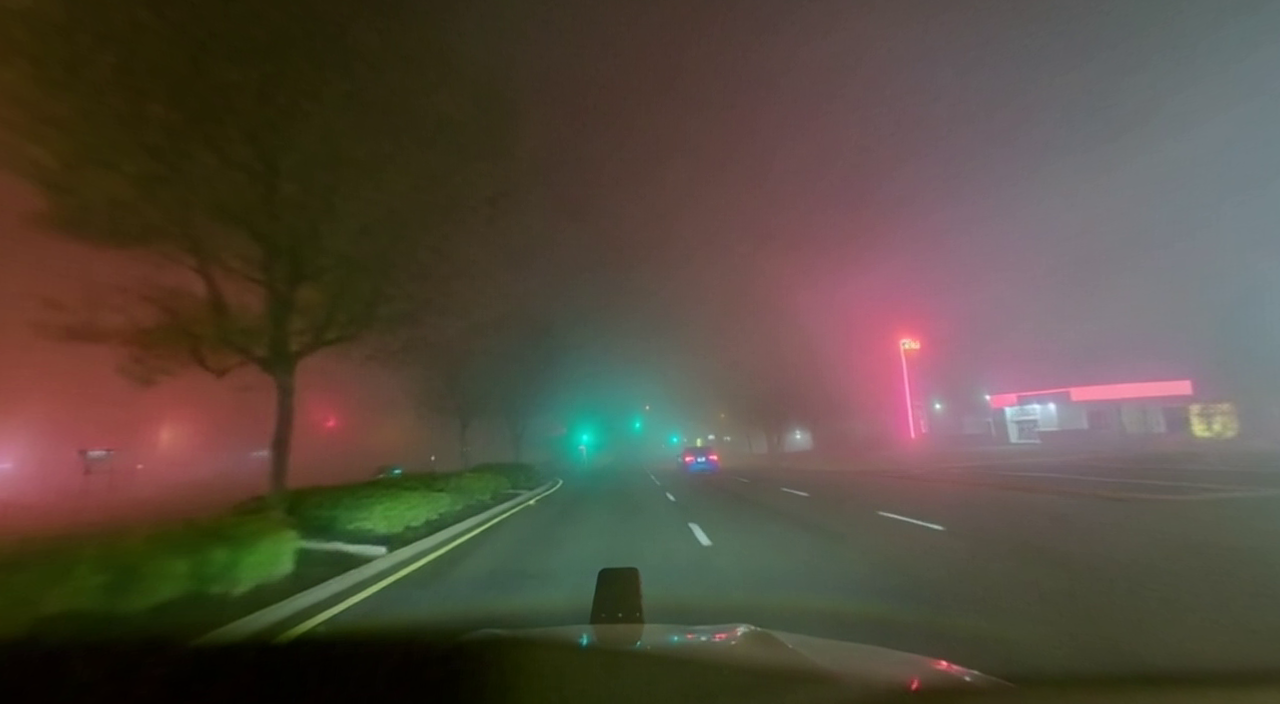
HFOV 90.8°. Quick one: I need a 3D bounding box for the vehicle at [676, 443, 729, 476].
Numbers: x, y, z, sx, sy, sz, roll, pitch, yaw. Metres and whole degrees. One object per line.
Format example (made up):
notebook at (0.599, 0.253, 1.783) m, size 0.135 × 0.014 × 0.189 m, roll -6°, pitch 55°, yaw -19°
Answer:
vehicle at (2.835, 4.997, 29.636) m, size 1.929 × 1.411 × 4.284 m, roll 0°, pitch -8°, yaw -1°
